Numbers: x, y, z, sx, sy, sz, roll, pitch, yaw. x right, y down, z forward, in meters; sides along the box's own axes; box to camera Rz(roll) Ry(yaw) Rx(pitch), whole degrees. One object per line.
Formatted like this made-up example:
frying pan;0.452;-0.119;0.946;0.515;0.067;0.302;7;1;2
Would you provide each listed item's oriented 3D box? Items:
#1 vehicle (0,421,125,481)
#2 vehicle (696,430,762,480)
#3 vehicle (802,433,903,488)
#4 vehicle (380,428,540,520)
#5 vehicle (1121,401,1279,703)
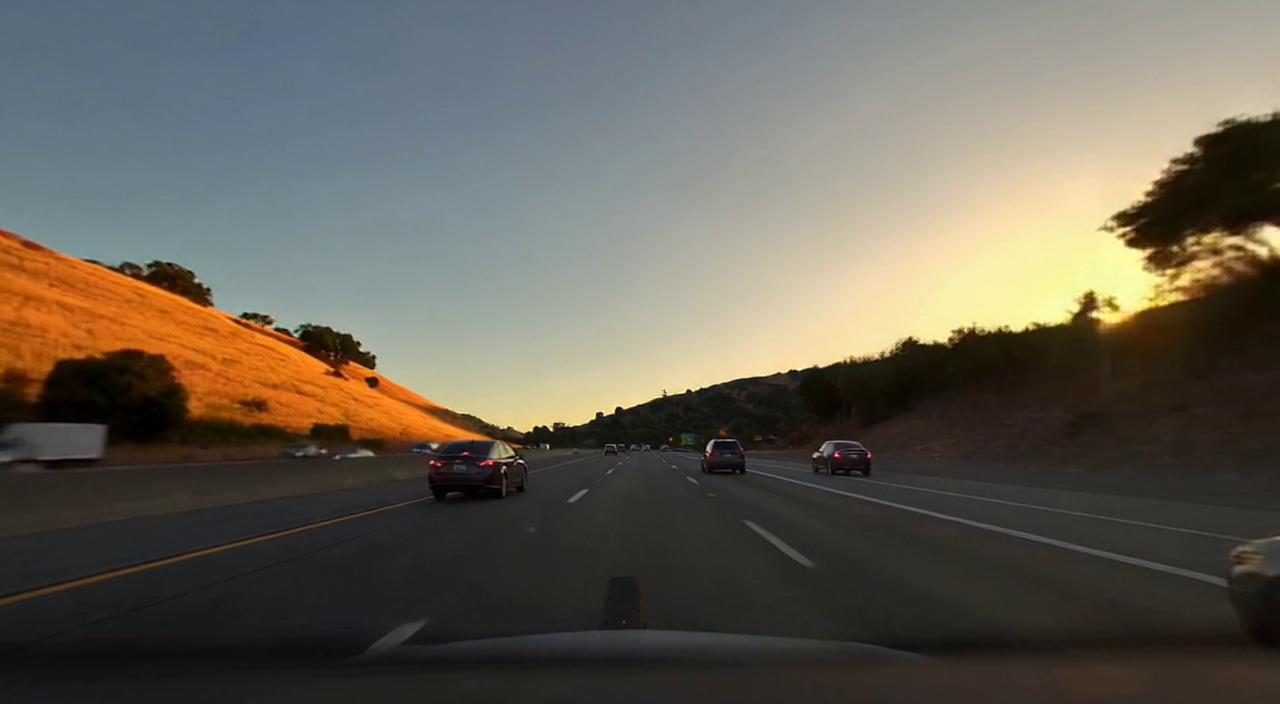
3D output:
vehicle;-35.183;5.789;37.037;2.759;3.143;8.346;0;-8;0
vehicle;3.671;4.375;27.054;2.121;1.925;5.056;0;-8;0
vehicle;7.291;3.759;22.146;1.998;1.717;4.338;0;-8;0
vehicle;-3.701;2.596;13.970;2.166;1.672;4.388;0;-8;1
vehicle;3.458;0.723;1.048;1.941;1.481;4.300;0;-8;1
